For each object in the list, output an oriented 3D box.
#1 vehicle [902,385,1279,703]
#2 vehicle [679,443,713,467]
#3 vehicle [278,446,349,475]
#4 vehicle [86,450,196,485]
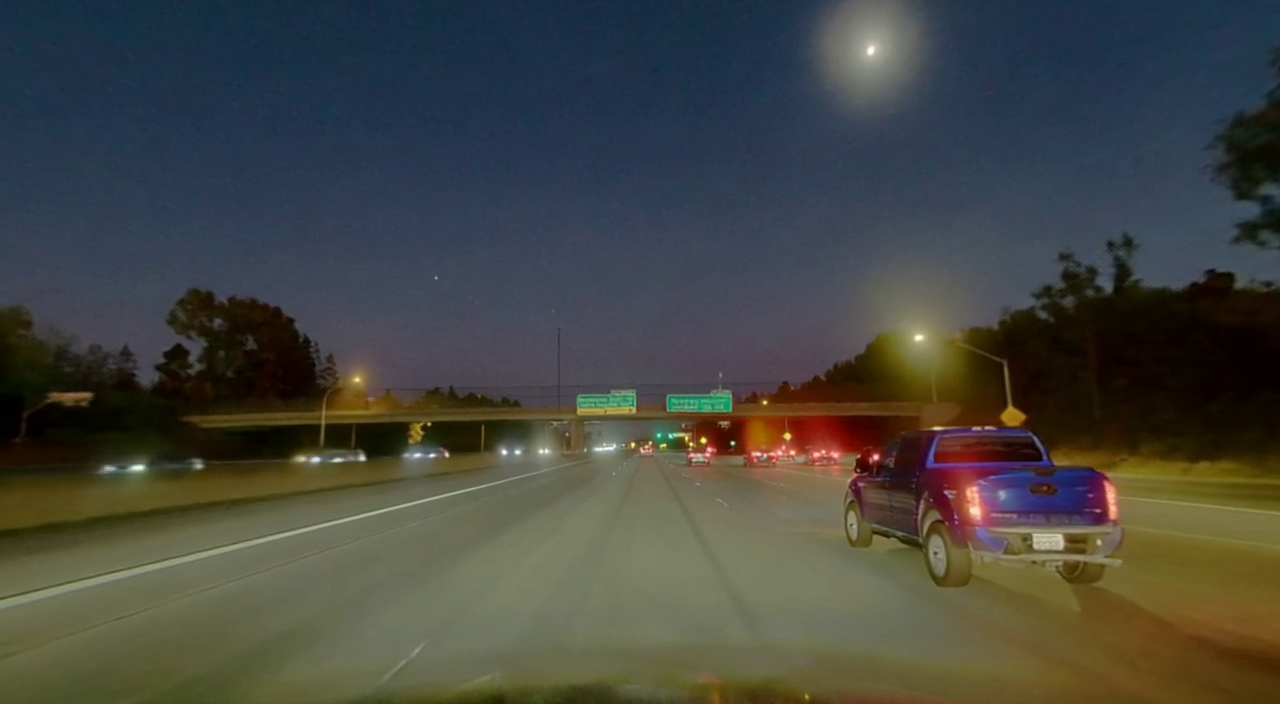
[{"bbox_3d":[3.401,1.010,3.137,2.119,1.524,4.807,0,-8,0],"label":"vehicle"},{"bbox_3d":[4.033,7.488,45.942,2.014,1.643,4.039,0,-8,-1],"label":"vehicle"},{"bbox_3d":[-21.684,7.198,42.132,2.110,1.746,4.793,0,-8,0],"label":"vehicle"},{"bbox_3d":[-25.728,5.955,32.795,1.888,1.608,4.652,0,-8,0],"label":"vehicle"}]
